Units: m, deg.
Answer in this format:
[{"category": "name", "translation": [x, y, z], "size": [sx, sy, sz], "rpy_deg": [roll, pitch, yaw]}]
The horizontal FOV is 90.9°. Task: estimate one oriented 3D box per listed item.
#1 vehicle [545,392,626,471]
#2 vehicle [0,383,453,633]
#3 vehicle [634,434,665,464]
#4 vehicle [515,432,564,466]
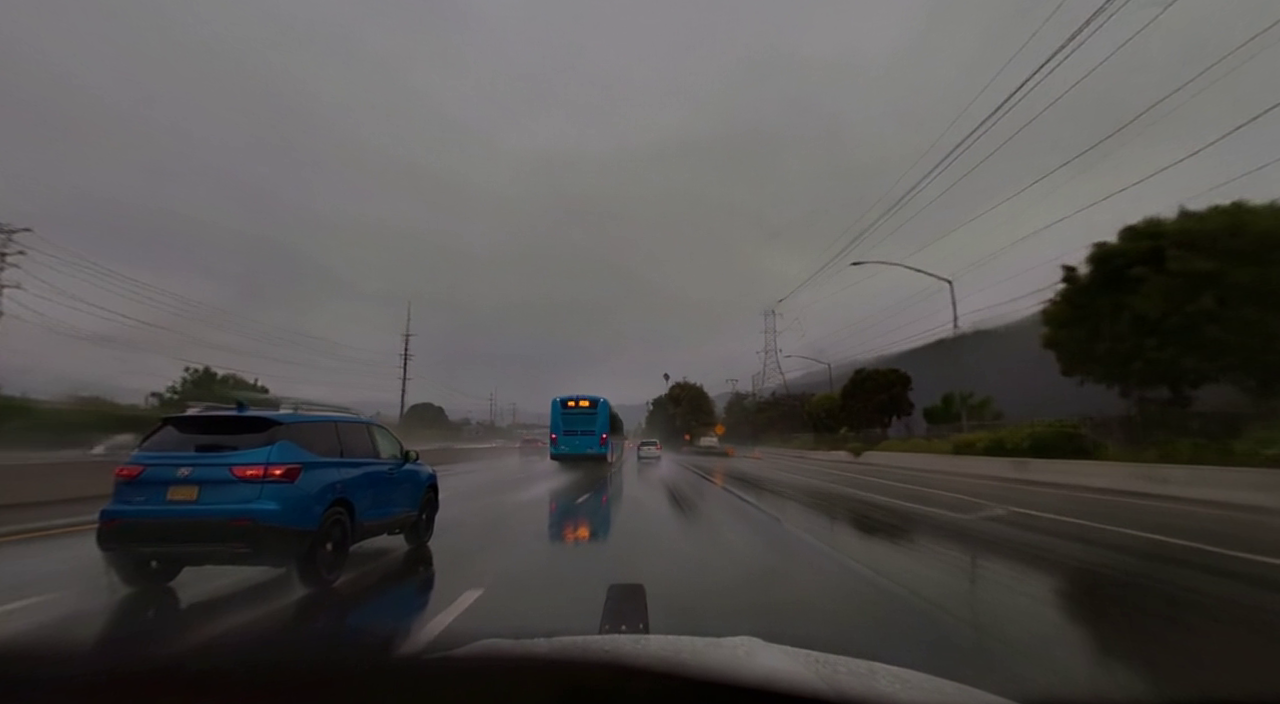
[{"category": "vehicle", "translation": [-2.730, 4.715, 36.128], "size": [3.382, 3.712, 11.766], "rpy_deg": [1, -9, 1]}, {"category": "vehicle", "translation": [-3.652, 1.401, 6.585], "size": [2.021, 1.730, 4.223], "rpy_deg": [0, -8, 1]}, {"category": "vehicle", "translation": [0.677, 6.853, 44.663], "size": [2.083, 2.001, 4.782], "rpy_deg": [0, -8, 1]}, {"category": "vehicle", "translation": [-6.715, 6.593, 42.815], "size": [2.282, 2.116, 6.030], "rpy_deg": [0, -8, 1]}]
